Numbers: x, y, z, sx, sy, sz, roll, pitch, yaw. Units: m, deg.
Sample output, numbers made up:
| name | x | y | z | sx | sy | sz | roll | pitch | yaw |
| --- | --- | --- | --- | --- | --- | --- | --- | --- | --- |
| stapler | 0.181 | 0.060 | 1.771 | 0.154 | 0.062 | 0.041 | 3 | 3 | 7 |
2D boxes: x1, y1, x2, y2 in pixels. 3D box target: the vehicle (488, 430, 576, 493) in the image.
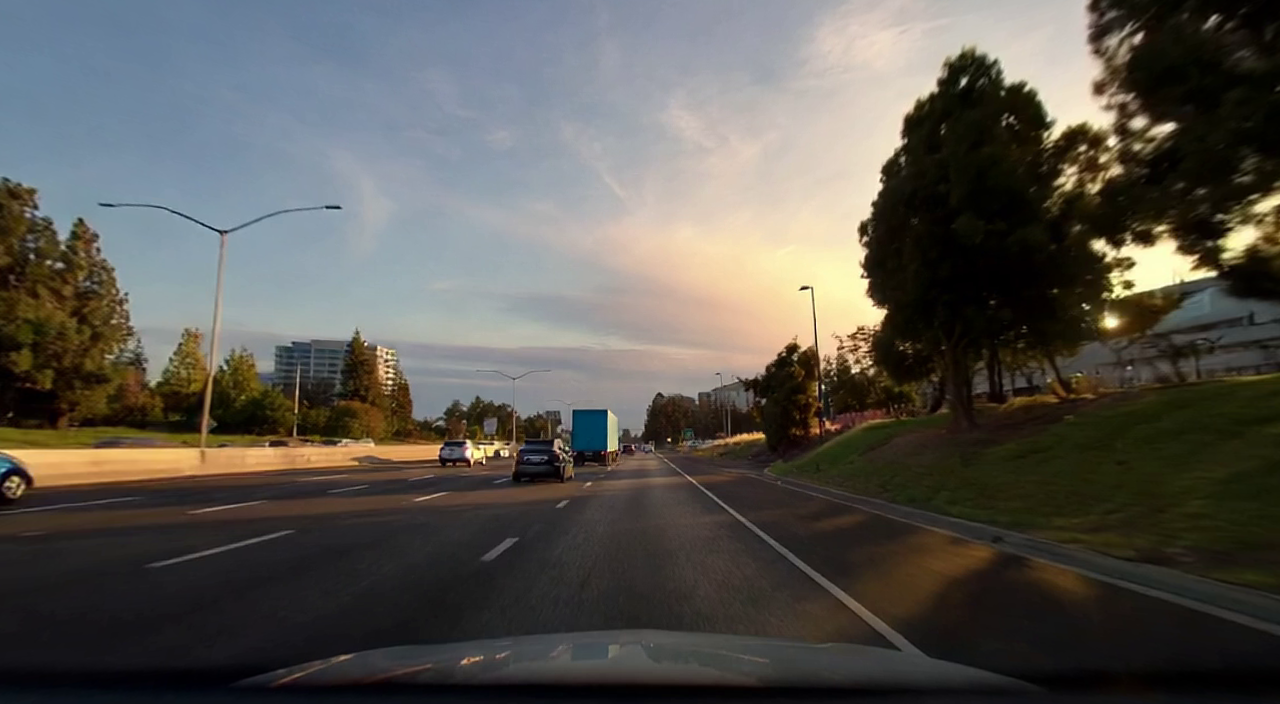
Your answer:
| name | x | y | z | sx | sy | sz | roll | pitch | yaw |
| --- | --- | --- | --- | --- | --- | --- | --- | --- | --- |
| vehicle | -3.415 | 3.563 | 20.843 | 2.058 | 1.840 | 4.443 | 0 | -8 | 1 |

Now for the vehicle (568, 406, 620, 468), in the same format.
| name | x | y | z | sx | sy | sz | roll | pitch | yaw |
| --- | --- | --- | --- | --- | --- | --- | --- | --- | --- |
| vehicle | -3.288 | 6.605 | 48.488 | 2.905 | 4.037 | 12.921 | 0 | -8 | 1 |

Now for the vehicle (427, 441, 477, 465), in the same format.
| name | x | y | z | sx | sy | sz | roll | pitch | yaw |
| --- | --- | --- | --- | --- | --- | --- | --- | --- | --- |
| vehicle | -13.625 | 7.336 | 45.989 | 2.017 | 1.685 | 4.732 | 0 | -8 | 1 |
